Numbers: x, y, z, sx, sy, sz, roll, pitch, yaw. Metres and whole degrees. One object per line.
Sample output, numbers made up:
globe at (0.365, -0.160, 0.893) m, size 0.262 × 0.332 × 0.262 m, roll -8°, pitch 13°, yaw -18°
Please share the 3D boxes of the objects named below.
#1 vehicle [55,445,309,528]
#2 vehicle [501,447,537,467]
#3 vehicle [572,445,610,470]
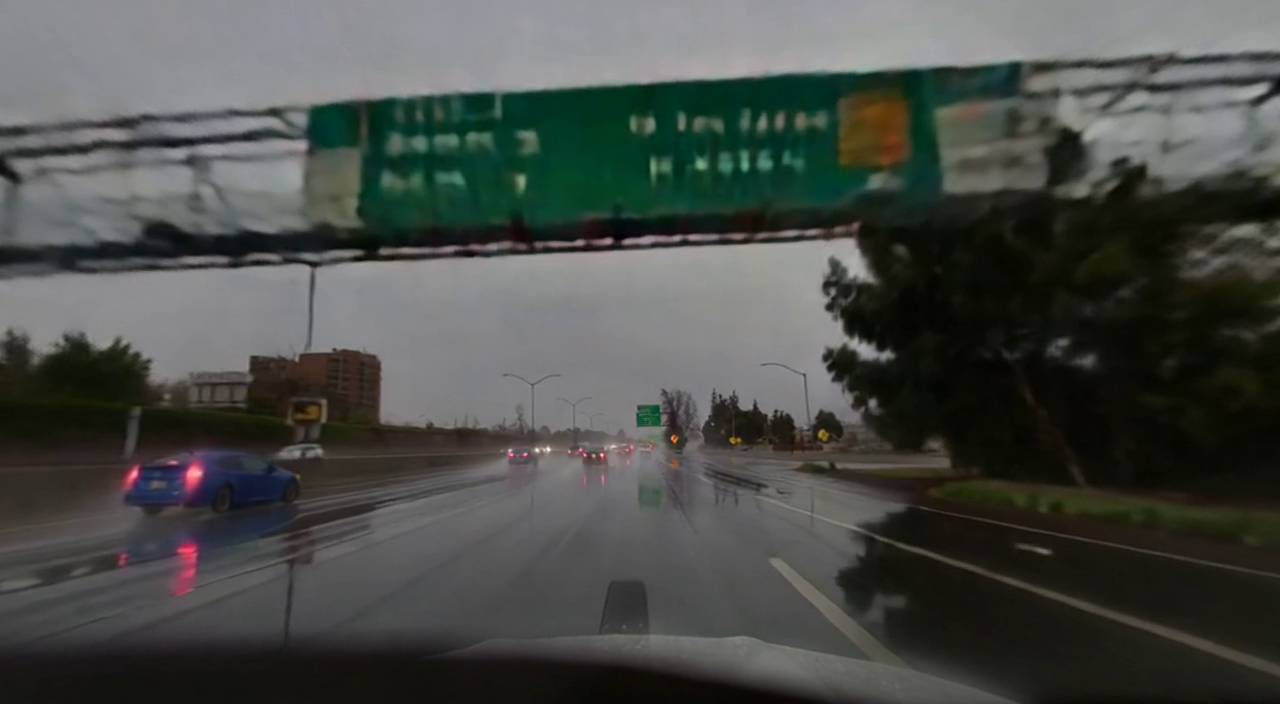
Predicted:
vehicle at (-9.824, 2.862, 14.195) m, size 2.002 × 1.526 × 4.822 m, roll 0°, pitch -8°, yaw 2°
vehicle at (-9.393, 8.160, 49.115) m, size 1.930 × 1.490 × 3.955 m, roll 0°, pitch -8°, yaw 1°
vehicle at (-3.053, 6.693, 40.136) m, size 2.050 × 1.479 × 4.342 m, roll 0°, pitch -8°, yaw 1°
